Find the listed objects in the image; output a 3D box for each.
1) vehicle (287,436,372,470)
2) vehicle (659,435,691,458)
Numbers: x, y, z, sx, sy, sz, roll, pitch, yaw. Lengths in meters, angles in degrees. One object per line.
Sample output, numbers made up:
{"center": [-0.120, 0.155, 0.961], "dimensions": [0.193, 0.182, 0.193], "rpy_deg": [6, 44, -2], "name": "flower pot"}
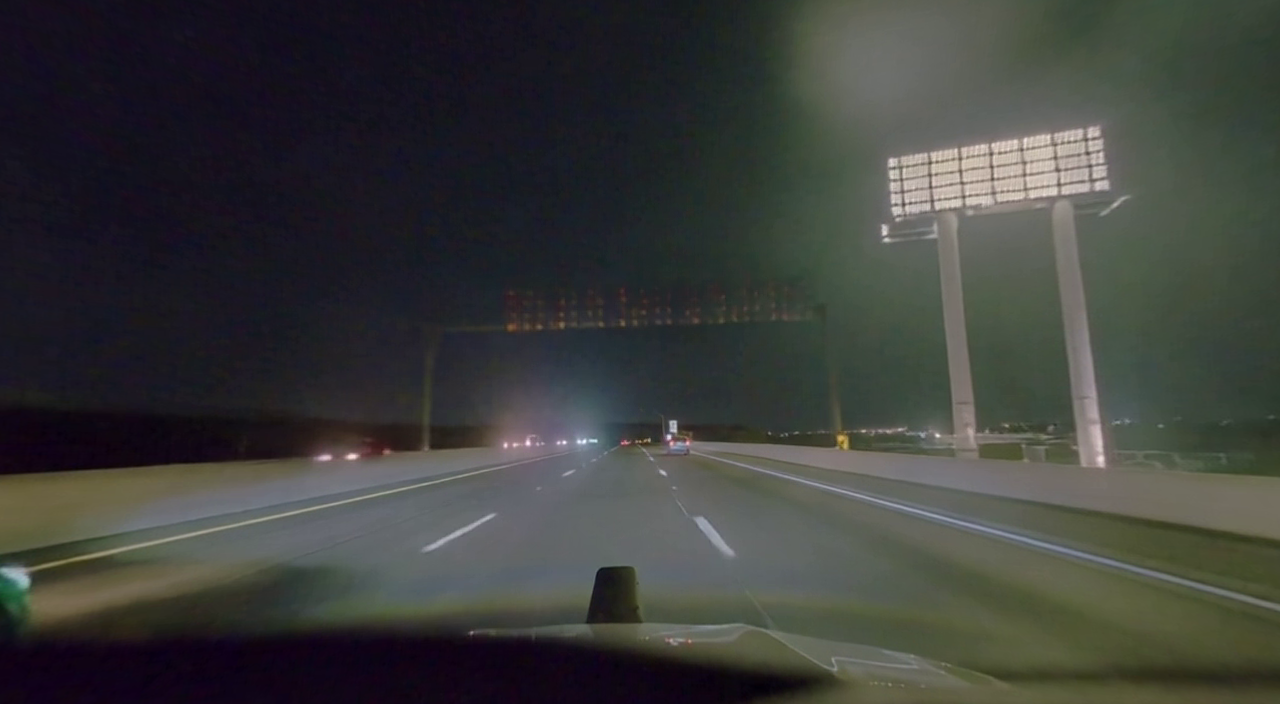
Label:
{"center": [-16.212, 5.260, 33.108], "dimensions": [1.988, 1.629, 4.622], "rpy_deg": [0, -8, 2], "name": "vehicle"}
{"center": [2.331, 6.373, 42.685], "dimensions": [1.946, 1.481, 3.969], "rpy_deg": [0, -8, 0], "name": "vehicle"}
